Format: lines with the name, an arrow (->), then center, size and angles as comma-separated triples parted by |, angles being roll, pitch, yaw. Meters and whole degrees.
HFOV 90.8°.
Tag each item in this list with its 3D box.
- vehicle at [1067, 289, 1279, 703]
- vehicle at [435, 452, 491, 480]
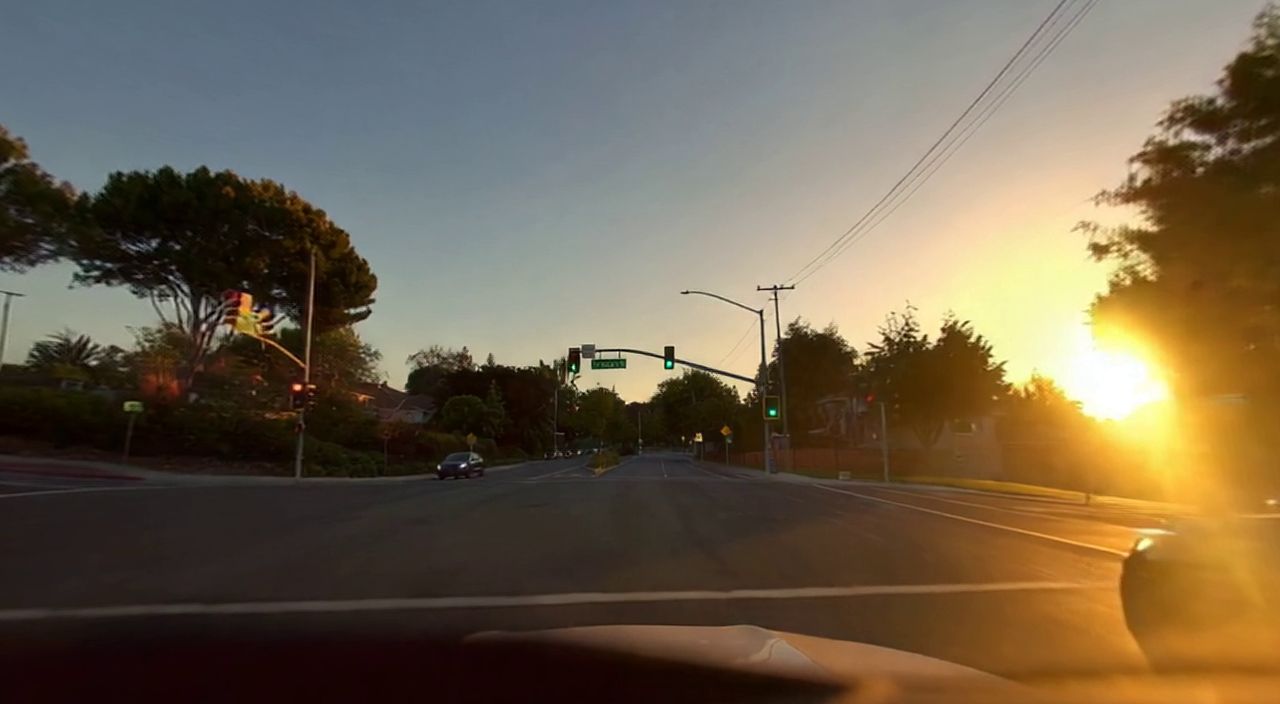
vehicle -> 3.295, 0.498, 0.658 | 2.256, 1.856, 4.840 | 0, -9, 0
vehicle -> -10.366, 6.687, 37.250 | 1.983, 1.482, 4.190 | -1, -9, 2
